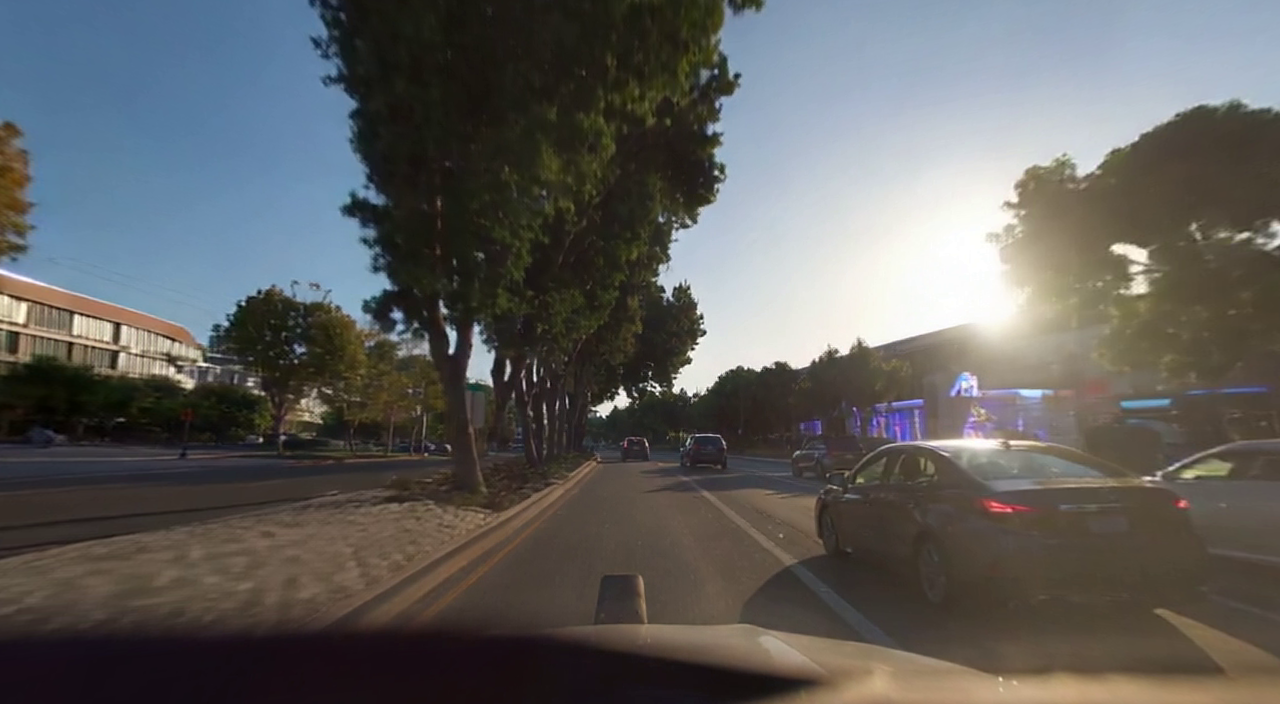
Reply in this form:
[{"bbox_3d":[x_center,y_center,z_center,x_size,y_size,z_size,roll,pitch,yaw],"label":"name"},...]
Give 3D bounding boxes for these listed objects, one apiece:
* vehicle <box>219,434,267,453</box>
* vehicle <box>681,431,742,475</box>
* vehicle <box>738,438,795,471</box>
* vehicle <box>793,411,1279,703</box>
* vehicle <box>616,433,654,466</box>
[{"bbox_3d":[-30.900,7.160,49.099,1.744,1.433,3.823,1,-8,-9],"label":"vehicle"},{"bbox_3d":[3.023,4.406,27.555,2.000,1.745,4.206,0,-8,-3],"label":"vehicle"},{"bbox_3d":[6.624,5.413,33.473,1.954,1.606,4.423,0,-8,-2],"label":"vehicle"},{"bbox_3d":[2.832,1.345,5.329,1.883,1.452,4.258,0,-8,-2],"label":"vehicle"},{"bbox_3d":[-0.339,5.599,36.254,2.051,1.798,4.168,0,-8,-3],"label":"vehicle"}]
